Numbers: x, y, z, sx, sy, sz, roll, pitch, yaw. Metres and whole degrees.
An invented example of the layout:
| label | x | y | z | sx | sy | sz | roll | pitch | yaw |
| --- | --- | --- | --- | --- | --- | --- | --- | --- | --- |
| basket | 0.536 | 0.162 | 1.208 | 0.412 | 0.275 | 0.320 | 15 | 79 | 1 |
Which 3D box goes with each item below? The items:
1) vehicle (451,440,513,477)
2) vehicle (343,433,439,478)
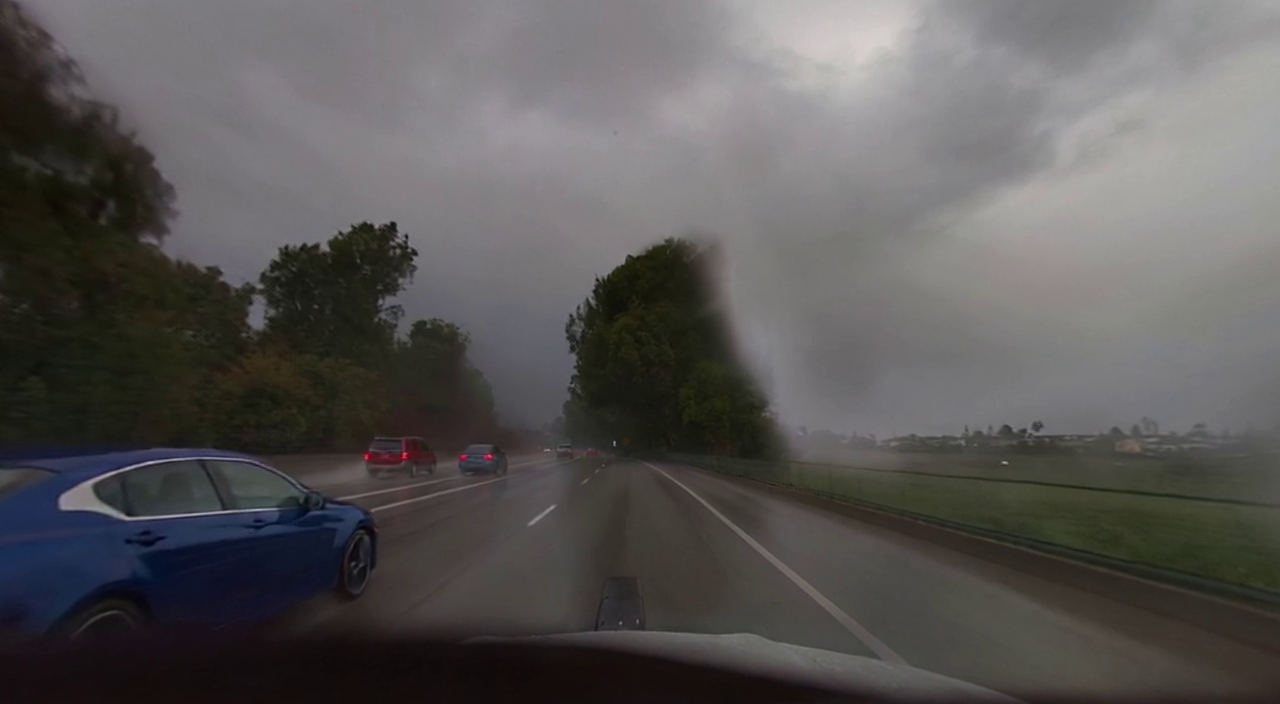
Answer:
| label | x | y | z | sx | sy | sz | roll | pitch | yaw |
| --- | --- | --- | --- | --- | --- | --- | --- | --- | --- |
| vehicle | -7.750 | 5.265 | 31.324 | 2.060 | 1.680 | 4.255 | 0 | -9 | -1 |
| vehicle | -11.787 | 4.970 | 30.371 | 2.425 | 1.926 | 5.584 | 0 | -9 | -1 |
